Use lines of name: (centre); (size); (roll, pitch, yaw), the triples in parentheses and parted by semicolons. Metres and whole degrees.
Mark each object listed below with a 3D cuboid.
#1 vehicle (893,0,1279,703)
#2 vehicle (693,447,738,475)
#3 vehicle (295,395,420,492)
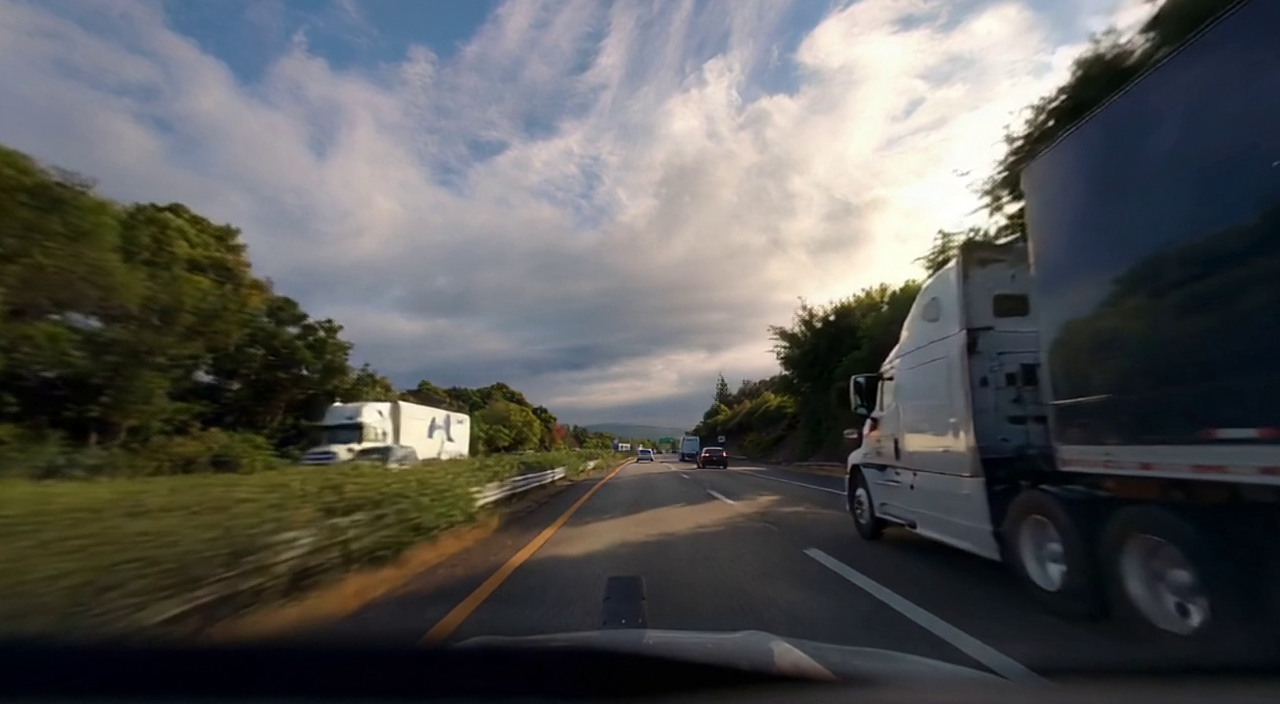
vehicle: (4.759, -0.628, 0.738); (2.889, 4.072, 13.991); (0, -9, -1)
vehicle: (4.302, 6.273, 36.458); (2.043, 1.542, 3.881); (0, -9, -1)
vehicle: (-12.805, 4.247, 29.234); (2.982, 3.982, 5.800); (0, -9, 0)
